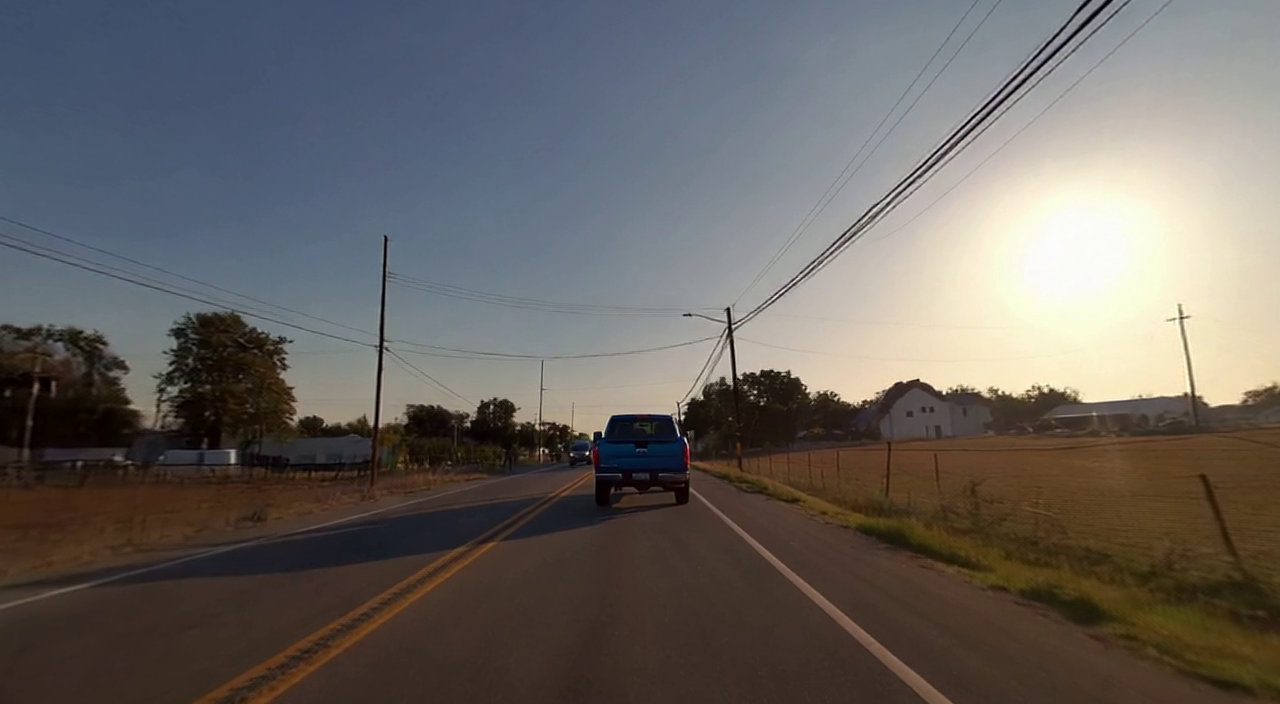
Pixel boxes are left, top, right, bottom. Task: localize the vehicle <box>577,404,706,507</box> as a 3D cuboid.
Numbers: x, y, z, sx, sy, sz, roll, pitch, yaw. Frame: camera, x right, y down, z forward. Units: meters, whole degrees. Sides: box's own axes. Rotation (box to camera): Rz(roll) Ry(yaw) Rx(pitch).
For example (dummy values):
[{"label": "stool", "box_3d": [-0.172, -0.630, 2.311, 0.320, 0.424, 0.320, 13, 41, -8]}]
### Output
[{"label": "vehicle", "box_3d": [-0.052, 2.887, 18.028, 2.912, 2.320, 7.292, 0, -8, -1]}]
